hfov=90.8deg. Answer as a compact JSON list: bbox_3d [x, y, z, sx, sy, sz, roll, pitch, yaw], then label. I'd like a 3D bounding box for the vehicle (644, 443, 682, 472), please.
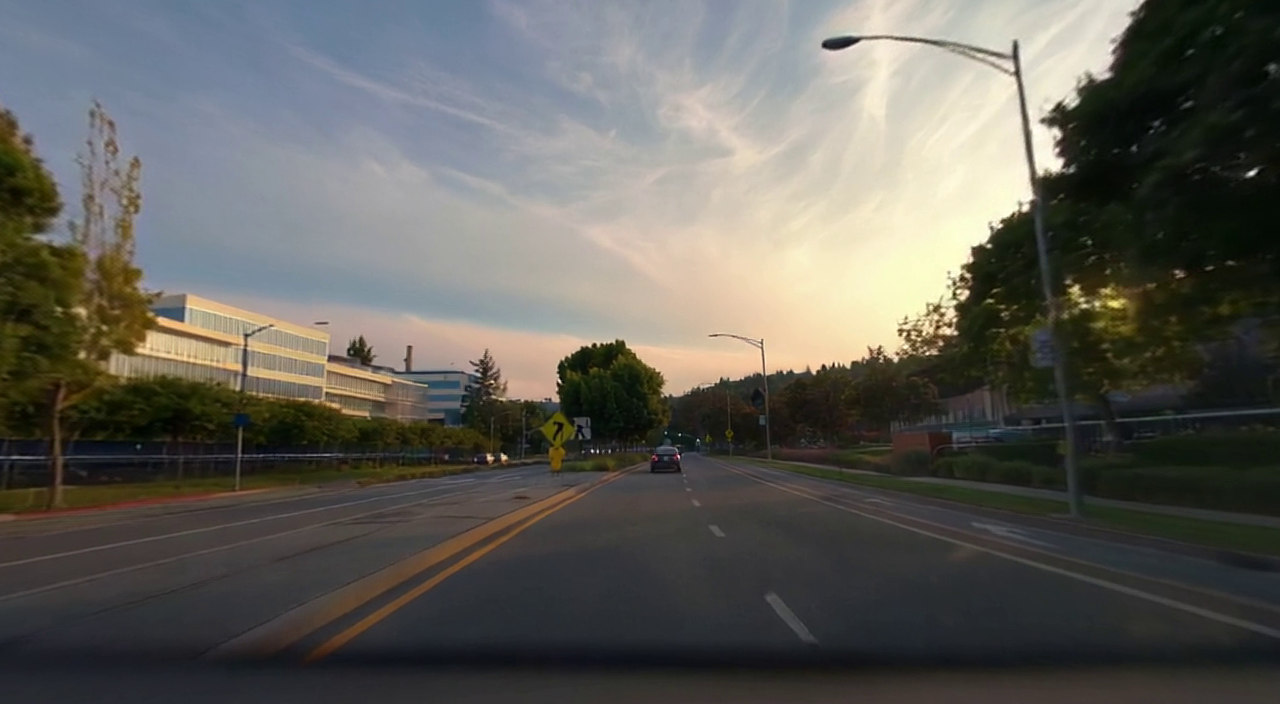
[{"bbox_3d":[1.366,6.378,38.333,2.158,1.600,3.865,-1,-8,2],"label":"vehicle"}]
